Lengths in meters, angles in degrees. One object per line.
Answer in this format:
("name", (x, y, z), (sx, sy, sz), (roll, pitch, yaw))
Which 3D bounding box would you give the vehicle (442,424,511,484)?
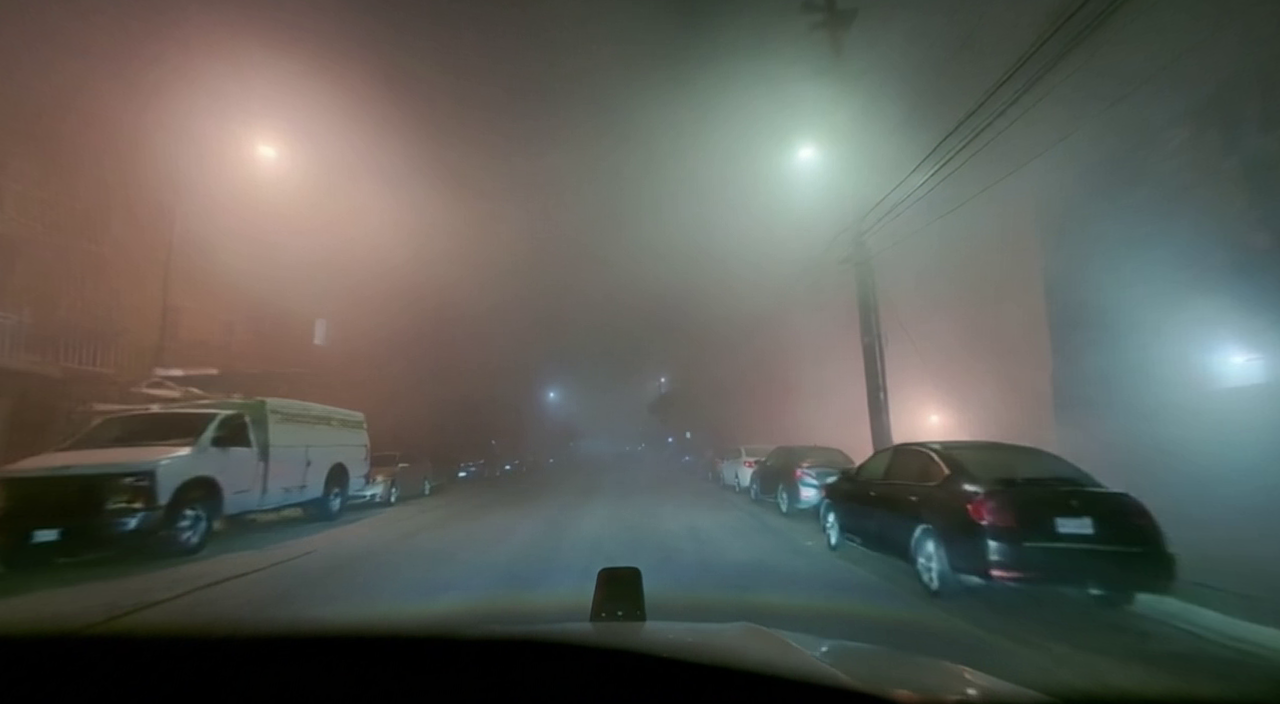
("vehicle", (-7.192, 4.538, 28.258), (1.889, 2.463, 4.142), (0, -9, 1))

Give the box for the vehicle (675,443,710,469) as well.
("vehicle", (3.514, 7.108, 43.416), (2.095, 1.694, 4.592), (0, -9, 1))

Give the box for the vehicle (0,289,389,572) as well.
("vehicle", (-7.502, 1.509, 11.716), (2.901, 3.610, 6.707), (-3, -9, 1))

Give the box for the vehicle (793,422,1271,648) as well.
("vehicle", (3.358, 1.664, 6.953), (2.057, 1.554, 4.905), (0, -9, -1))
